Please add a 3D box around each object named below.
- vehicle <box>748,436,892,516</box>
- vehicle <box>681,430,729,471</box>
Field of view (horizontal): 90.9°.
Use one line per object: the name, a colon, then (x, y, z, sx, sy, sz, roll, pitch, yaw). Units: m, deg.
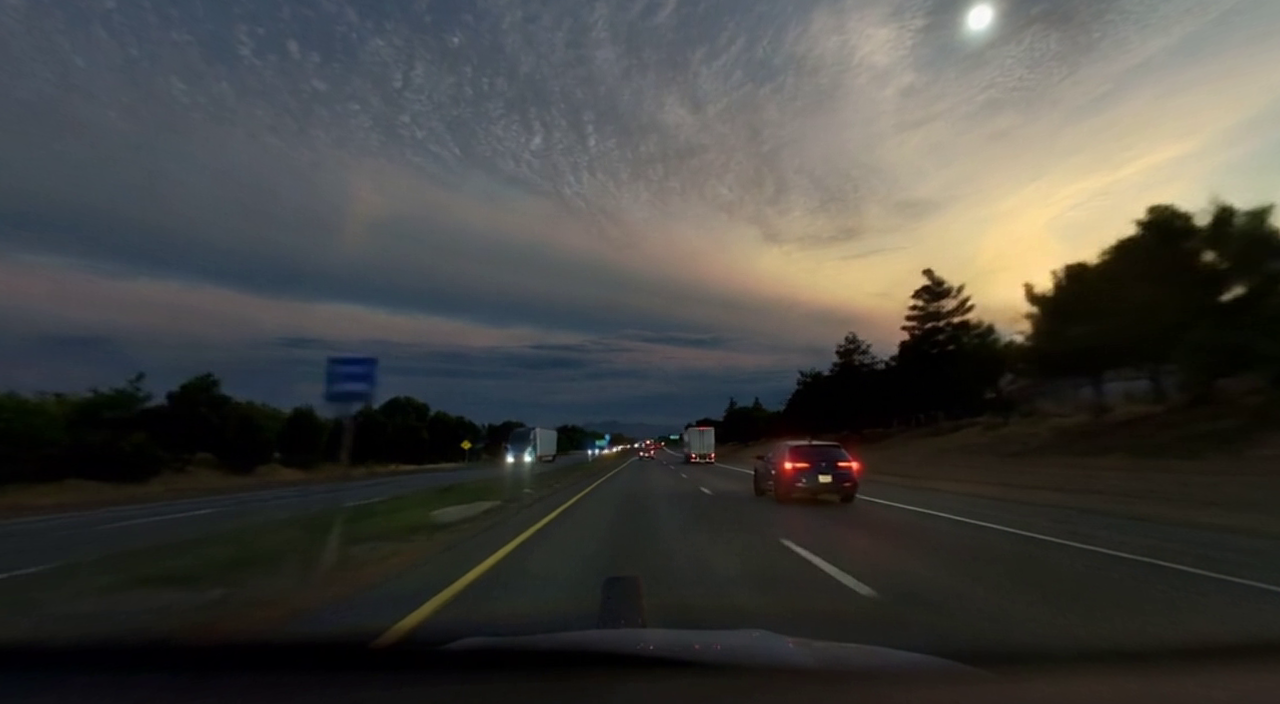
vehicle: (3.871, 2.735, 14.338, 2.043, 1.542, 3.881, 0, -9, -1)
vehicle: (4.207, 6.484, 41.599, 2.423, 2.517, 5.055, 0, -9, -2)
